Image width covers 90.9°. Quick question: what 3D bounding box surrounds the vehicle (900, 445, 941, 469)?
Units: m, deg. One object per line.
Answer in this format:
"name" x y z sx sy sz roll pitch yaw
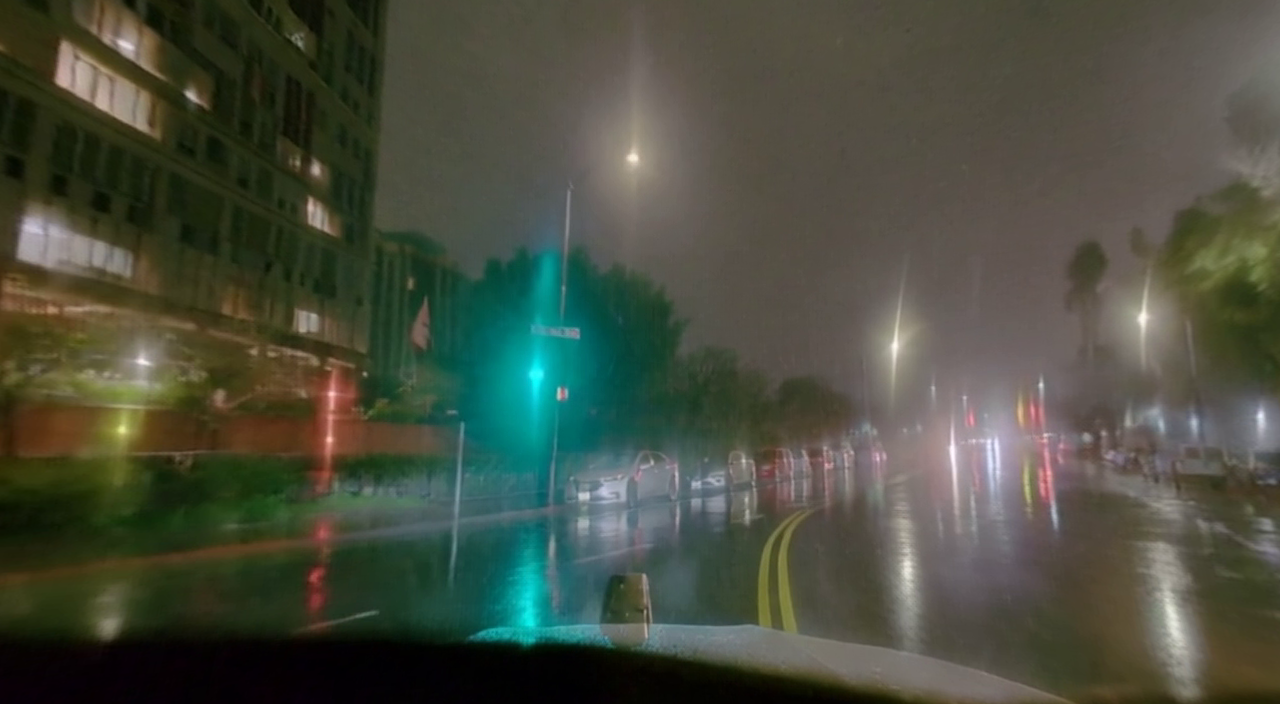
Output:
"vehicle" 18.580 6.920 41.649 1.852 1.465 4.092 -5 -10 31

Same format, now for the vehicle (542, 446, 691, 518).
"vehicle" -0.458 3.316 16.701 1.922 1.628 4.291 -5 -10 30

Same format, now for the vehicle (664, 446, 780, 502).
"vehicle" 2.918 4.052 21.566 2.179 1.658 4.765 -5 -10 31

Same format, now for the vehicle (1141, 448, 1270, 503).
"vehicle" 18.654 4.017 21.078 2.148 1.488 4.508 -2 -8 28

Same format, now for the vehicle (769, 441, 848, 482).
"vehicle" 8.403 5.341 31.077 2.171 1.816 5.274 -6 -10 33
